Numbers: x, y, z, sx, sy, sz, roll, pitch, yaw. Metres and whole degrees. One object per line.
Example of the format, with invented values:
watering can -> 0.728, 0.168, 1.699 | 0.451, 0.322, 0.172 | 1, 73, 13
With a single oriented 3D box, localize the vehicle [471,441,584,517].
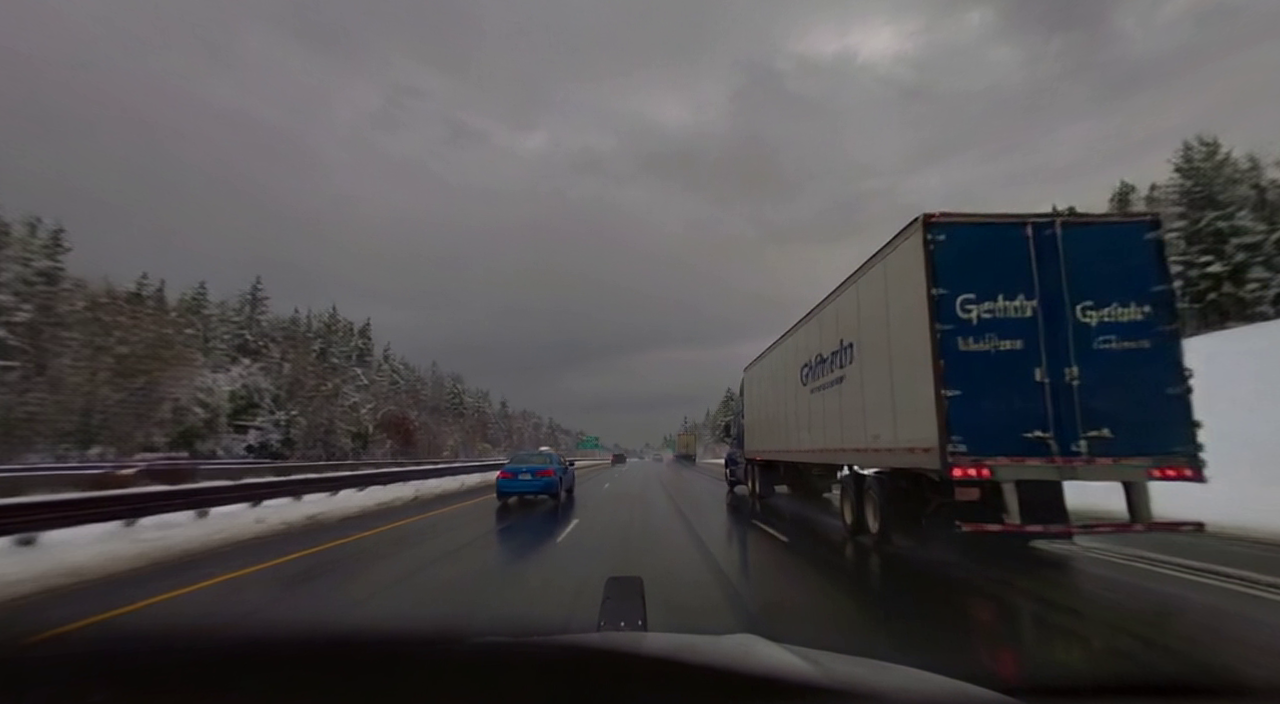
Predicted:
vehicle -> -2.579, 3.049, 15.639 | 1.960, 1.579, 4.384 | 0, -9, 1

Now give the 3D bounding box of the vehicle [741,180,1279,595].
vehicle -> 4.652, 1.296, 12.783 | 2.858, 3.952, 13.731 | 0, -9, 0

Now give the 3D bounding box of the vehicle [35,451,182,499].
vehicle -> -18.352, 4.228, 22.007 | 1.896, 1.522, 3.621 | 0, -9, 0
